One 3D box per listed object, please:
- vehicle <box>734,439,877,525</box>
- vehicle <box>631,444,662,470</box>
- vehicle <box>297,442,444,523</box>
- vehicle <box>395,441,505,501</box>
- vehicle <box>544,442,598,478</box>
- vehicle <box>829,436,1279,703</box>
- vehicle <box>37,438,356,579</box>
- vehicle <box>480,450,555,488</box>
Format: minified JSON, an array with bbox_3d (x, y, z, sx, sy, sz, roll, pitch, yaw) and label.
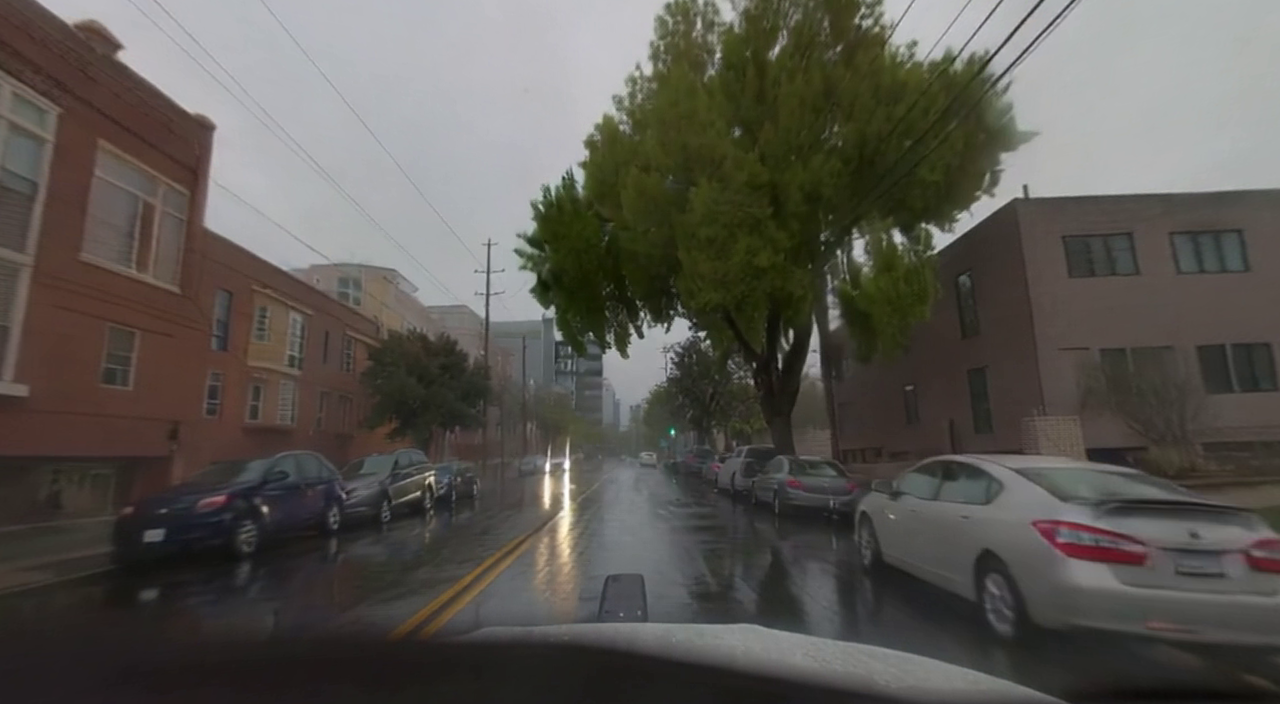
[{"bbox_3d":[3.370,2.732,13.838,1.895,1.553,4.235,0,-9,-1],"label":"vehicle"},{"bbox_3d":[0.407,7.477,44.991,2.059,1.736,3.994,0,-9,-1],"label":"vehicle"},{"bbox_3d":[-6.706,3.249,16.343,1.925,1.759,4.396,0,-9,-1],"label":"vehicle"},{"bbox_3d":[-6.703,4.244,23.177,2.263,1.882,5.706,0,-9,0],"label":"vehicle"},{"bbox_3d":[-3.723,5.939,34.982,2.236,1.834,4.743,-1,-9,3],"label":"vehicle"},{"bbox_3d":[3.305,1.507,5.458,1.885,1.464,4.466,0,-9,-1],"label":"vehicle"},{"bbox_3d":[-6.774,2.370,10.598,1.930,1.756,4.955,0,-9,-3],"label":"vehicle"},{"bbox_3d":[-5.557,5.152,28.236,1.994,1.510,4.802,4,-10,-27],"label":"vehicle"}]
